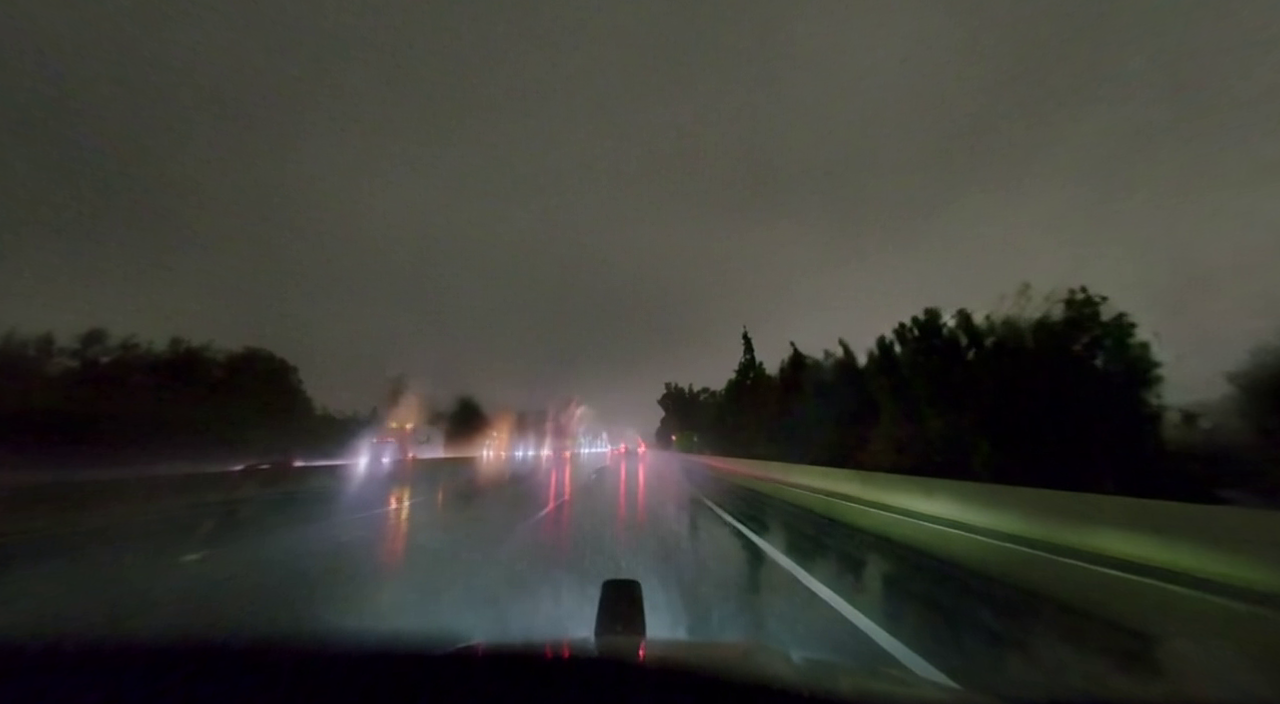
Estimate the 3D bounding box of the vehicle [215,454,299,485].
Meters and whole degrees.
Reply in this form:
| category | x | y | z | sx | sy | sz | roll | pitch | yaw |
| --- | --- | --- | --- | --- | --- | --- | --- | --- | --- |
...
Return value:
| category | x | y | z | sx | sy | sz | roll | pitch | yaw |
| --- | --- | --- | --- | --- | --- | --- | --- | --- | --- |
| vehicle | -19.209 | 5.862 | 31.823 | 1.730 | 1.403 | 3.973 | 0 | -9 | 0 |
